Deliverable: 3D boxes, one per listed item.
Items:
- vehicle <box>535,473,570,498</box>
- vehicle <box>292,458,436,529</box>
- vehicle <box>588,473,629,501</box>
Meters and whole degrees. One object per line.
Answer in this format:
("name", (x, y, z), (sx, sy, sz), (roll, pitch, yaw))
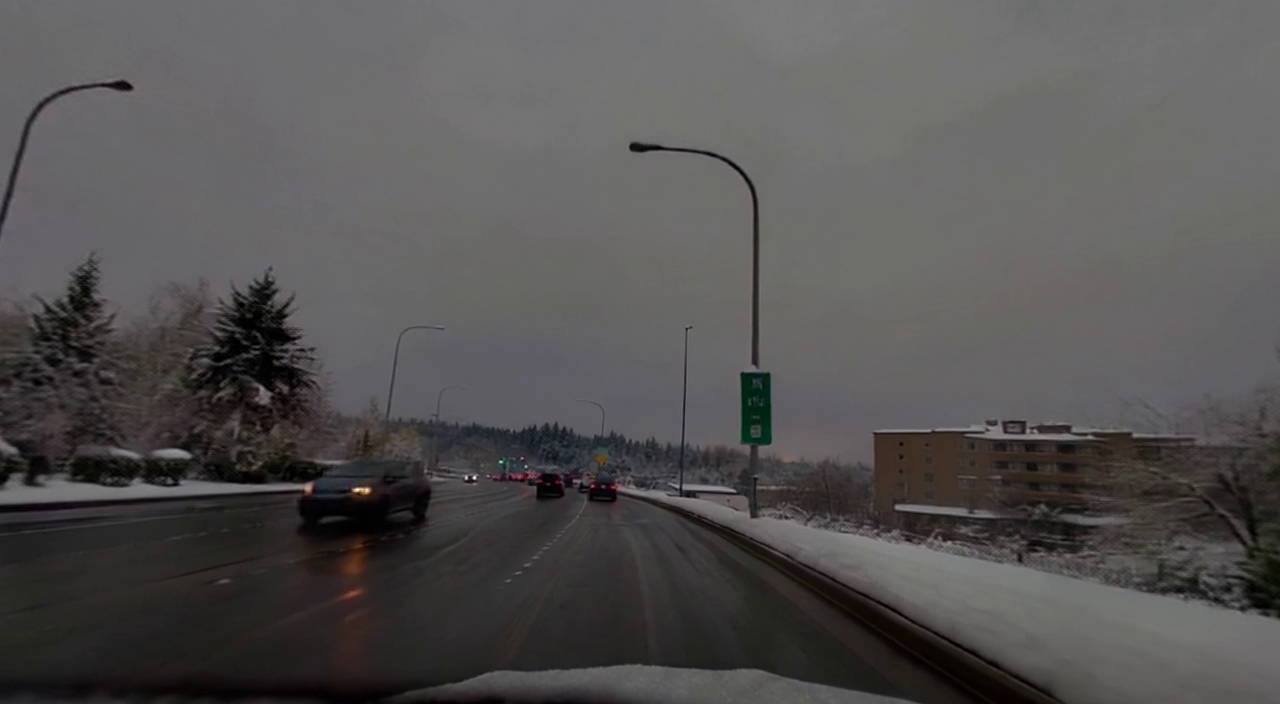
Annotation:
("vehicle", (-5.593, 8.601, 40.831), (2.030, 1.441, 4.806), (2, -11, -6))
("vehicle", (-7.023, 3.644, 16.630), (2.016, 1.573, 4.259), (2, -11, -3))
("vehicle", (-1.936, 7.949, 37.260), (2.129, 1.471, 4.258), (2, -11, -6))
